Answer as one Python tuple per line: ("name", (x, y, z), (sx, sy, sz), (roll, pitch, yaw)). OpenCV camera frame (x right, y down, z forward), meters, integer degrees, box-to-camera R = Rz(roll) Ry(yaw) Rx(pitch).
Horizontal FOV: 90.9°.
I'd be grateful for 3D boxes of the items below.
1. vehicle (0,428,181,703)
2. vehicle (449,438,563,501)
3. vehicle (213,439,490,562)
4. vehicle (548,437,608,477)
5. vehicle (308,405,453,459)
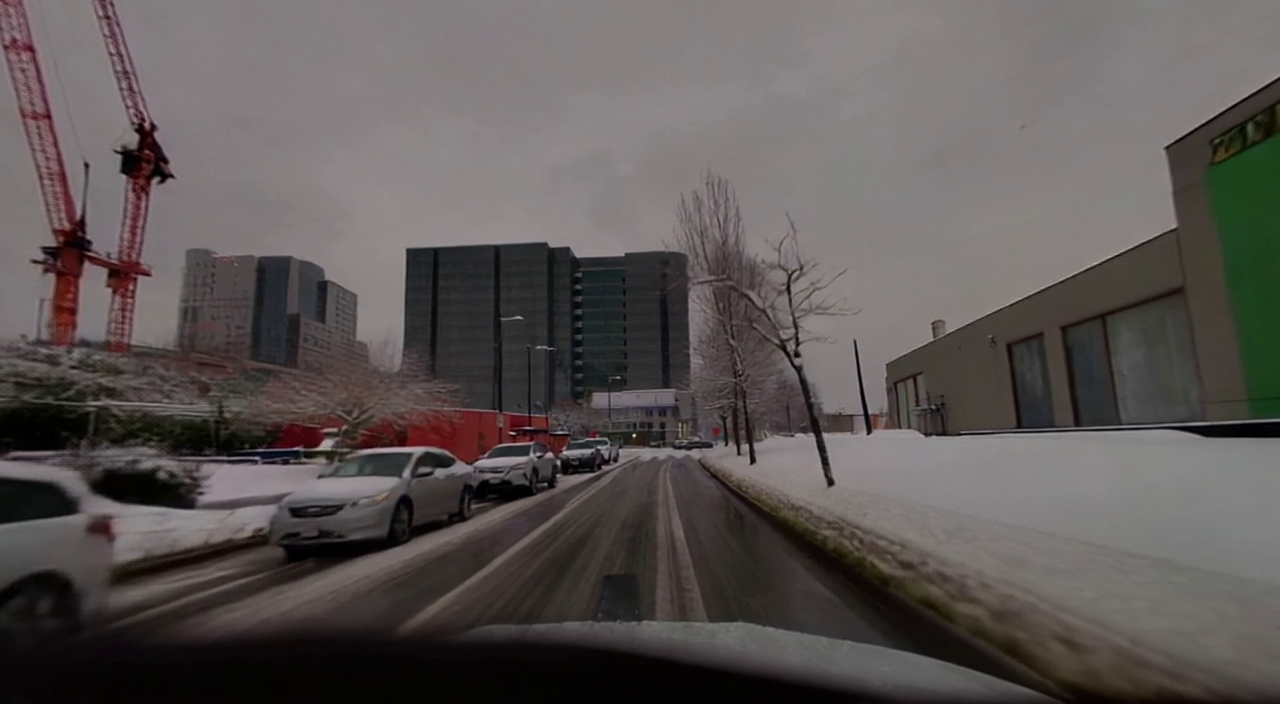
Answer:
("vehicle", (-4.083, 0.998, 2.256), (1.806, 1.451, 3.878), (-1, -8, 3))
("vehicle", (-3.461, 3.097, 17.220), (1.948, 1.460, 4.394), (-1, -8, 3))
("vehicle", (-3.958, 2.061, 9.686), (1.996, 1.411, 4.370), (-1, -8, 3))
("vehicle", (-2.656, 4.625, 28.066), (1.980, 1.635, 4.153), (-1, -8, 4))
("vehicle", (-12.398, 3.862, 30.319), (6.039, 2.449, 2.273), (-1, -8, 9))
